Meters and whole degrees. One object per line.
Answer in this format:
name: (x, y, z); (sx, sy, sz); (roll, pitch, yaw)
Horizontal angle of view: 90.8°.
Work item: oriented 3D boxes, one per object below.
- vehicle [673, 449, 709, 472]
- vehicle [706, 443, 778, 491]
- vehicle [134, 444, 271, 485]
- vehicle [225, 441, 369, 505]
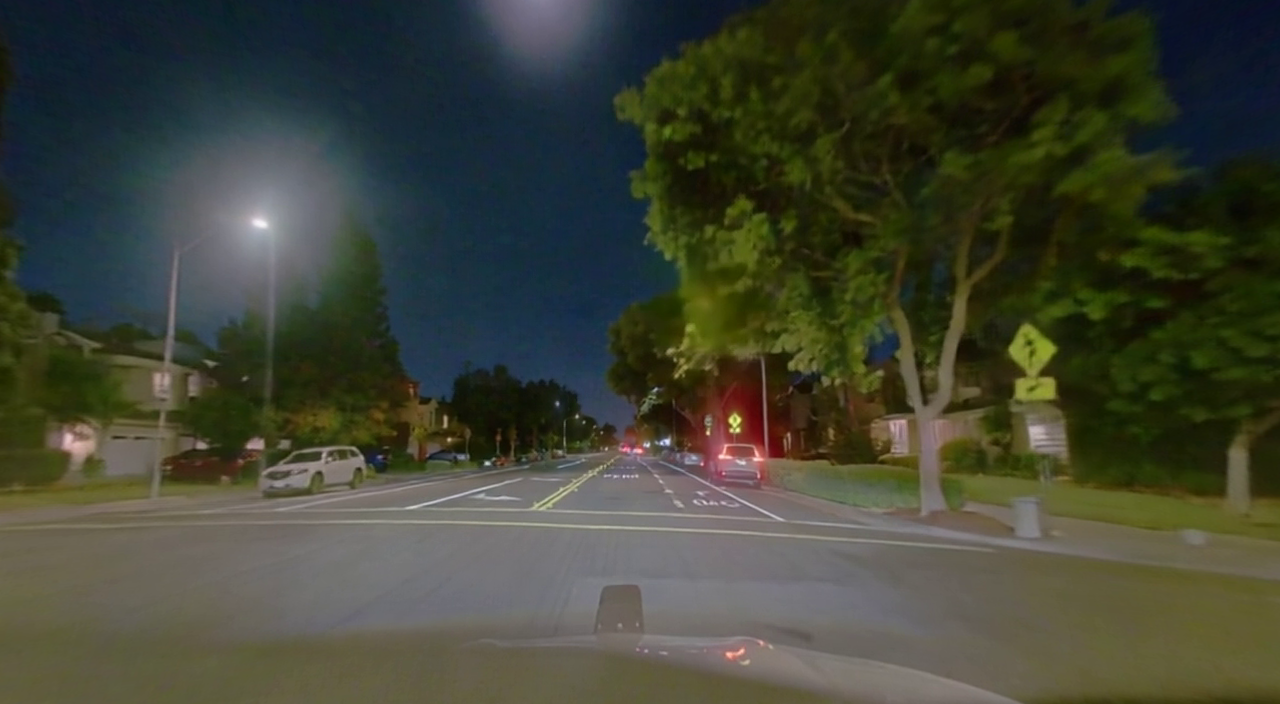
vehicle: (3.682, 7.899, 46.311); (1.920, 1.541, 4.709); (0, -9, -4)
vehicle: (4.025, 4.600, 25.669); (2.027, 1.751, 4.433); (0, -9, -2)
vehicle: (-19.195, 4.930, 27.898); (4.450, 1.677, 2.027); (0, -9, -3)
vehicle: (-11.968, 4.222, 22.651); (2.199, 1.988, 5.454); (0, -9, -2)
